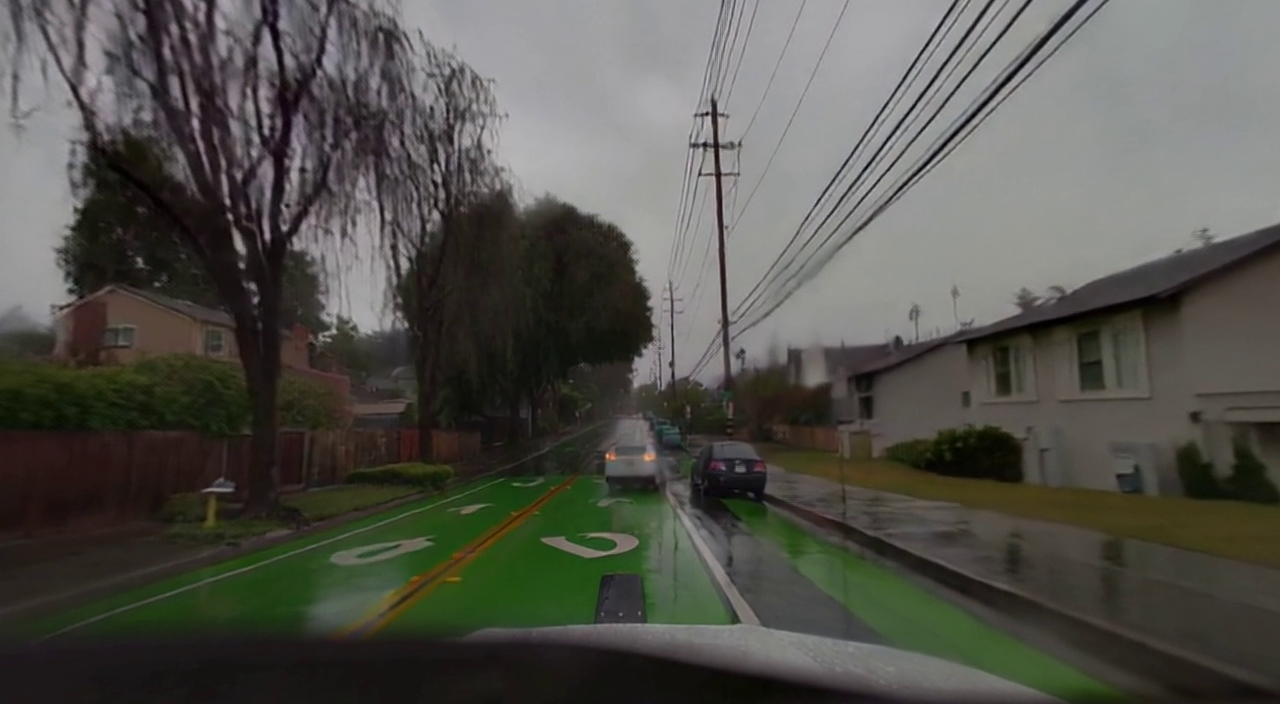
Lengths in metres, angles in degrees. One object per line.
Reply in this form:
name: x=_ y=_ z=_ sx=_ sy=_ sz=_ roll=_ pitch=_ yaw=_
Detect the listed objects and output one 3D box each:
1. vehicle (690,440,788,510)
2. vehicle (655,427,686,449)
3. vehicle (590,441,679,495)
vehicle: x=2.645 y=3.391 z=18.069 sx=1.909 sy=1.694 sz=4.472 roll=0 pitch=-8 yaw=-2
vehicle: x=2.202 y=6.384 z=46.734 sx=1.981 sy=1.512 sz=4.144 roll=0 pitch=-8 yaw=-2
vehicle: x=-0.033 y=3.638 z=20.386 sx=2.235 sy=1.500 sz=4.496 roll=-1 pitch=-8 yaw=8
